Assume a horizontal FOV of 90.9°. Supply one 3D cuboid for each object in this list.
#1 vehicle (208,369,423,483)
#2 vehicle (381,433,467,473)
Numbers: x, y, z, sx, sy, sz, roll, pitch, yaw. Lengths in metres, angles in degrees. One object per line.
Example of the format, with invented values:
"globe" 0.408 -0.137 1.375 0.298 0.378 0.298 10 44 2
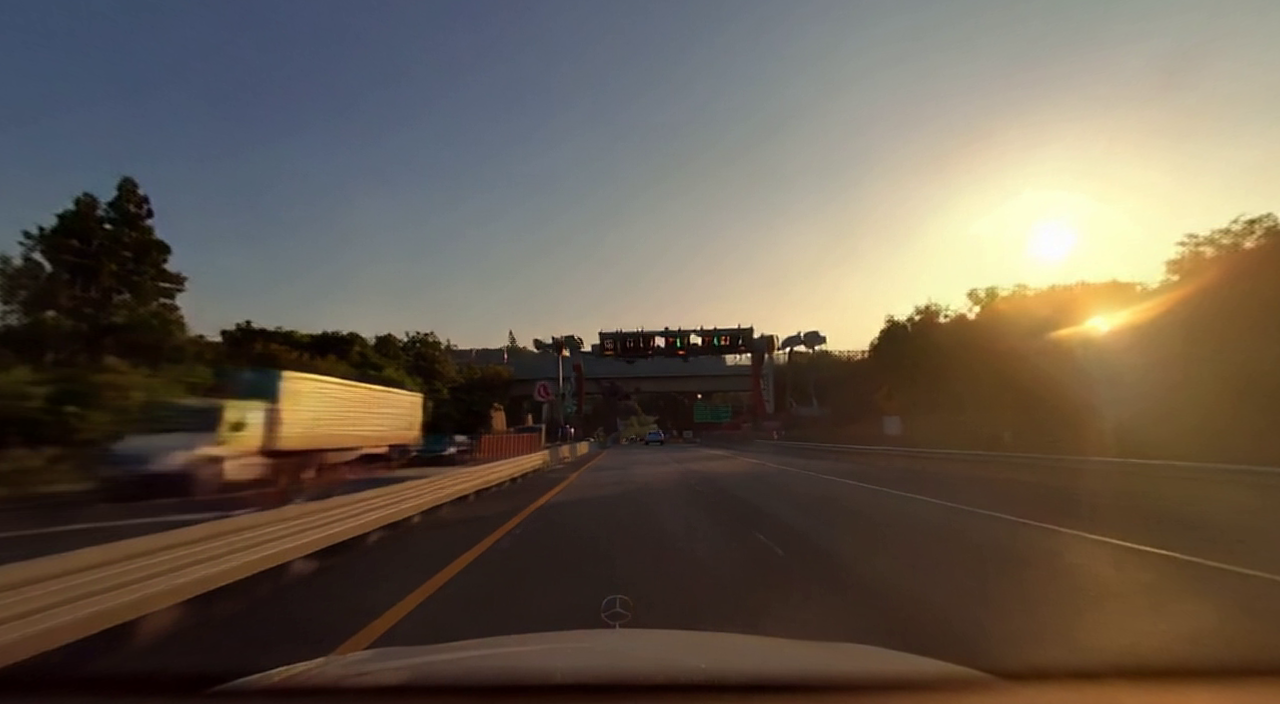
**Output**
"vehicle" -13.751 3.504 29.037 2.894 4.003 13.740 0 -8 -1
"vehicle" -9.030 4.239 26.814 2.060 1.566 4.681 0 -8 -1
